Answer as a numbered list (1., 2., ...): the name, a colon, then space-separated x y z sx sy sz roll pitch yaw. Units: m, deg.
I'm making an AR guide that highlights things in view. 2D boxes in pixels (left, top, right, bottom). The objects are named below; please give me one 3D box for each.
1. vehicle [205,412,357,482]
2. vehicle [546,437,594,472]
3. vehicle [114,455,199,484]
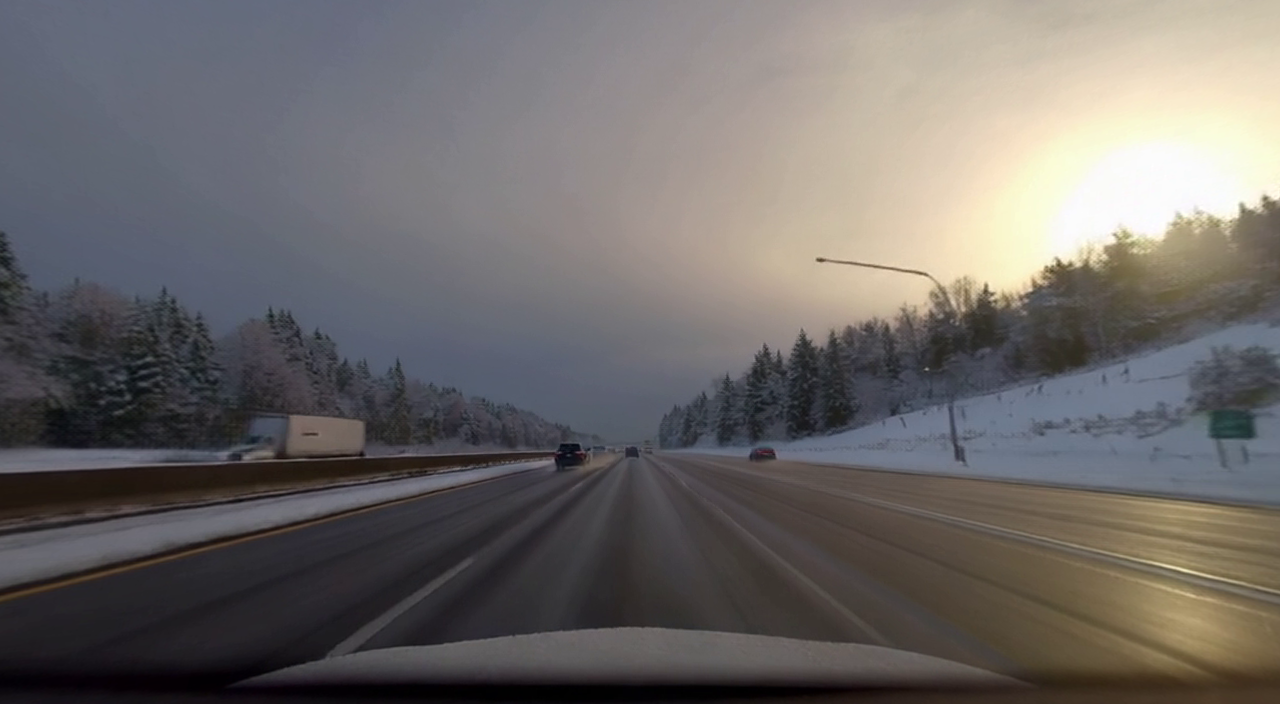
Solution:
1. vehicle: -21.525 5.887 39.096 3.040 3.719 10.791 0 -9 0
2. vehicle: -3.776 5.653 34.905 2.114 1.774 4.427 0 -9 0
3. vehicle: -32.841 7.969 43.102 2.044 1.790 4.666 0 -9 -1
